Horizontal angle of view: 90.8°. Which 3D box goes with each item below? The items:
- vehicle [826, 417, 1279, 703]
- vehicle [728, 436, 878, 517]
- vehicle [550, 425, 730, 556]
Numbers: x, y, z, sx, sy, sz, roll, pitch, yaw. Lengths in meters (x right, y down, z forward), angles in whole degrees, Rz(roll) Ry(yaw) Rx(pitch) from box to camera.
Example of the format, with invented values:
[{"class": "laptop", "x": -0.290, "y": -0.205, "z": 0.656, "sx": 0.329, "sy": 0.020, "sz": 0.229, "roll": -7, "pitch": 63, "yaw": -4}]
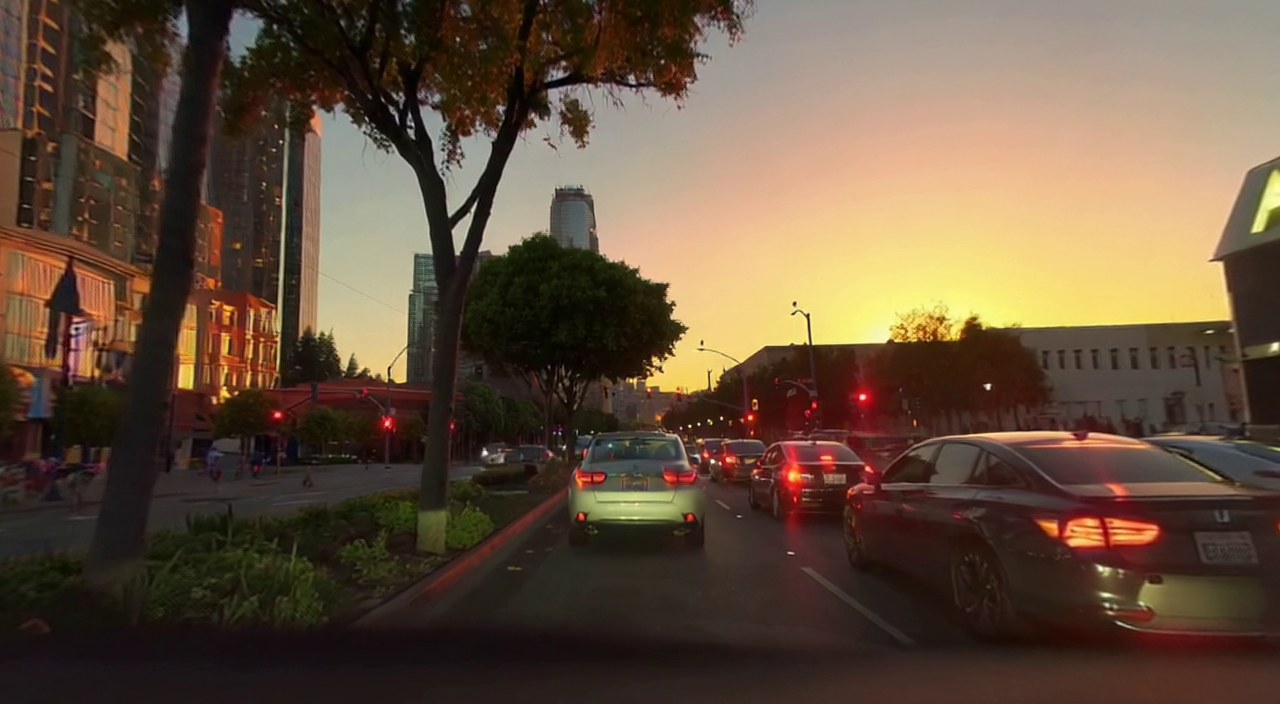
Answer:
[{"class": "vehicle", "x": 3.241, "y": 1.383, "z": 5.324, "sx": 1.912, "sy": 1.454, "sz": 4.537, "roll": 0, "pitch": -9, "yaw": -1}, {"class": "vehicle", "x": 3.338, "y": 2.644, "z": 13.967, "sx": 1.996, "sy": 1.469, "sz": 4.495, "roll": 0, "pitch": -9, "yaw": -2}, {"class": "vehicle", "x": -0.030, "y": 1.936, "z": 9.498, "sx": 2.118, "sy": 1.512, "sz": 4.013, "roll": 0, "pitch": -9, "yaw": -1}]
